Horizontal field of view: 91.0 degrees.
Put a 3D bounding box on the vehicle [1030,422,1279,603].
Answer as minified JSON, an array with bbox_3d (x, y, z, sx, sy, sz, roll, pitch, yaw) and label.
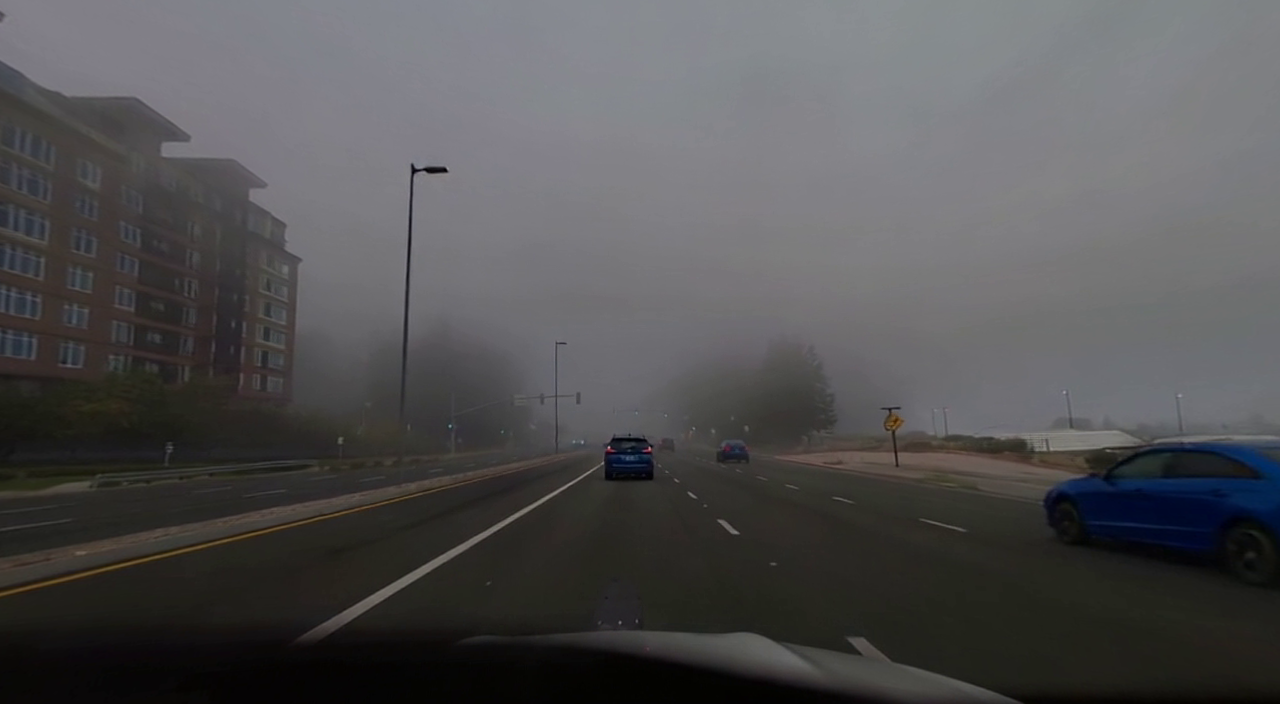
[{"bbox_3d":[6.297,1.511,6.383,1.997,1.480,4.100,0,-9,-1],"label":"vehicle"}]

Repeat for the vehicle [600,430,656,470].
[{"bbox_3d":[-0.571,5.158,33.161,2.682,1.908,5.706,0,-9,0],"label":"vehicle"}]

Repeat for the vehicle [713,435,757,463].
[{"bbox_3d":[6.508,6.737,43.629,2.136,1.799,4.796,1,-9,-2],"label":"vehicle"}]
